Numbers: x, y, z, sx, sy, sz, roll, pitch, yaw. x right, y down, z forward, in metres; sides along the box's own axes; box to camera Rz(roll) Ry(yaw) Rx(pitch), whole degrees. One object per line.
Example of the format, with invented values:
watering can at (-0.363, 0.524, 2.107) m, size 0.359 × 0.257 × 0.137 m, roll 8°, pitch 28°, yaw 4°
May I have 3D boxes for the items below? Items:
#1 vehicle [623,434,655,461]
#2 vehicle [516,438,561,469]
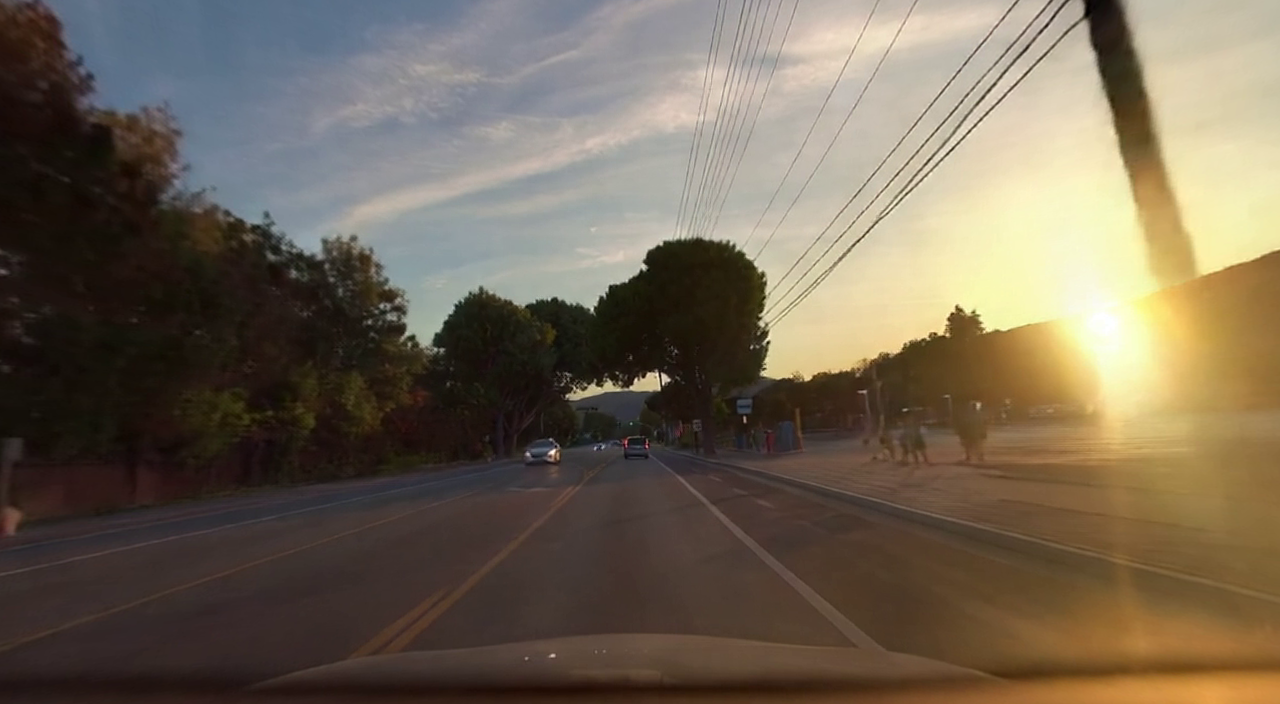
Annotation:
vehicle at (-0.068, 6.735, 44.653) m, size 2.163 × 1.746 × 4.073 m, roll -1°, pitch -8°, yaw 0°
vehicle at (-6.058, 6.094, 38.195) m, size 1.960 × 1.704 × 4.229 m, roll -1°, pitch -8°, yaw 0°
